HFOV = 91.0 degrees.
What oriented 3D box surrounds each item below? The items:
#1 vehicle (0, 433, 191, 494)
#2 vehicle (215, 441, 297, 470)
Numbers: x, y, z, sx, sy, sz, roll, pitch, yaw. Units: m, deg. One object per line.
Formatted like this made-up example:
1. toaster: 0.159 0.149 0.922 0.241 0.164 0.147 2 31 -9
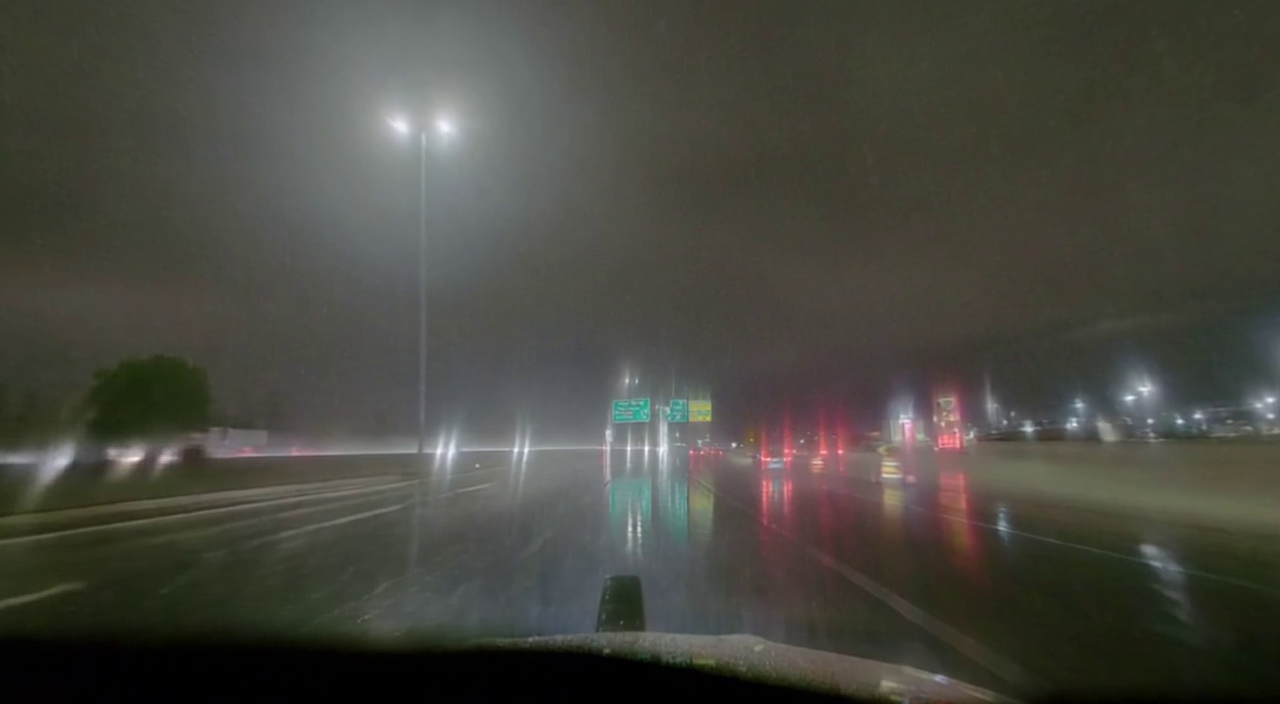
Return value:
1. vehicle: -15.651 3.167 18.211 1.945 1.515 4.455 0 -9 1
2. vehicle: -22.476 6.071 37.075 1.869 1.556 4.539 0 -9 1
